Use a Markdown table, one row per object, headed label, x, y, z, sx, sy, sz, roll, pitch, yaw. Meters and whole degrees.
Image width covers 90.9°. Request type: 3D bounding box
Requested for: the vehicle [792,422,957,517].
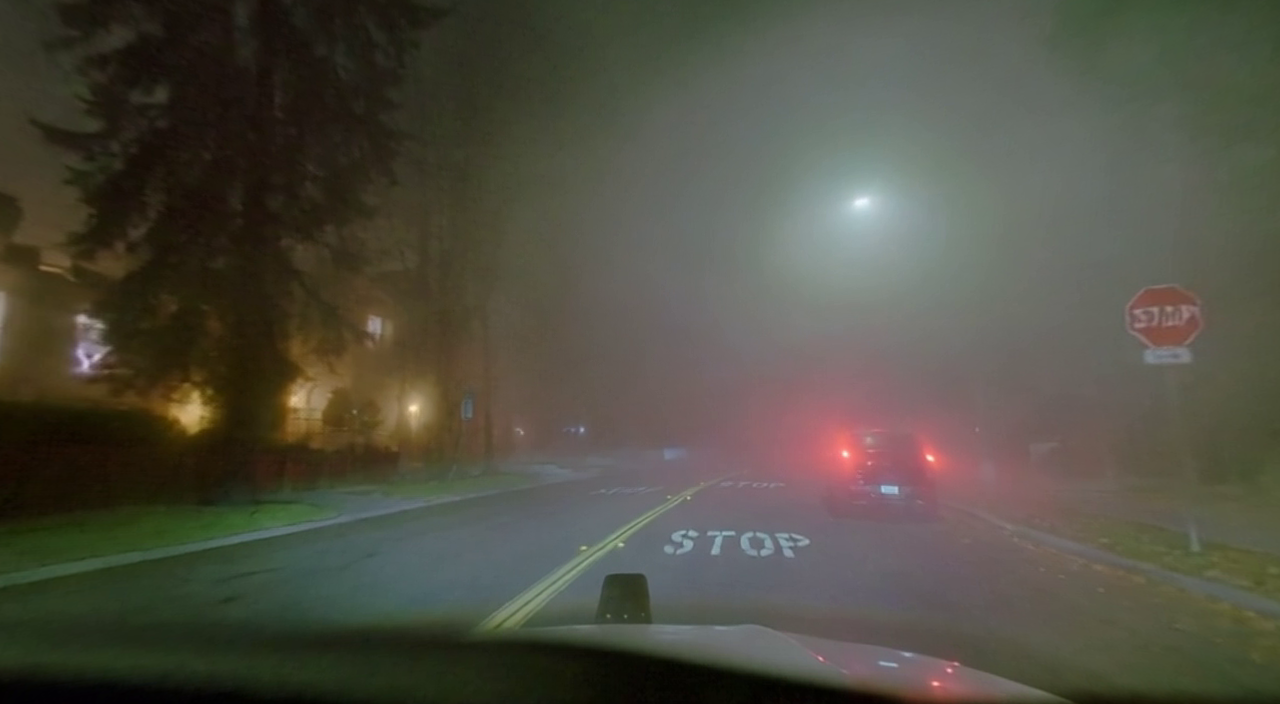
| label | x | y | z | sx | sy | sz | roll | pitch | yaw |
| --- | --- | --- | --- | --- | --- | --- | --- | --- | --- |
| vehicle | 4.720 | 2.434 | 13.619 | 2.692 | 1.649 | 4.689 | -2 | -9 | 13 |
